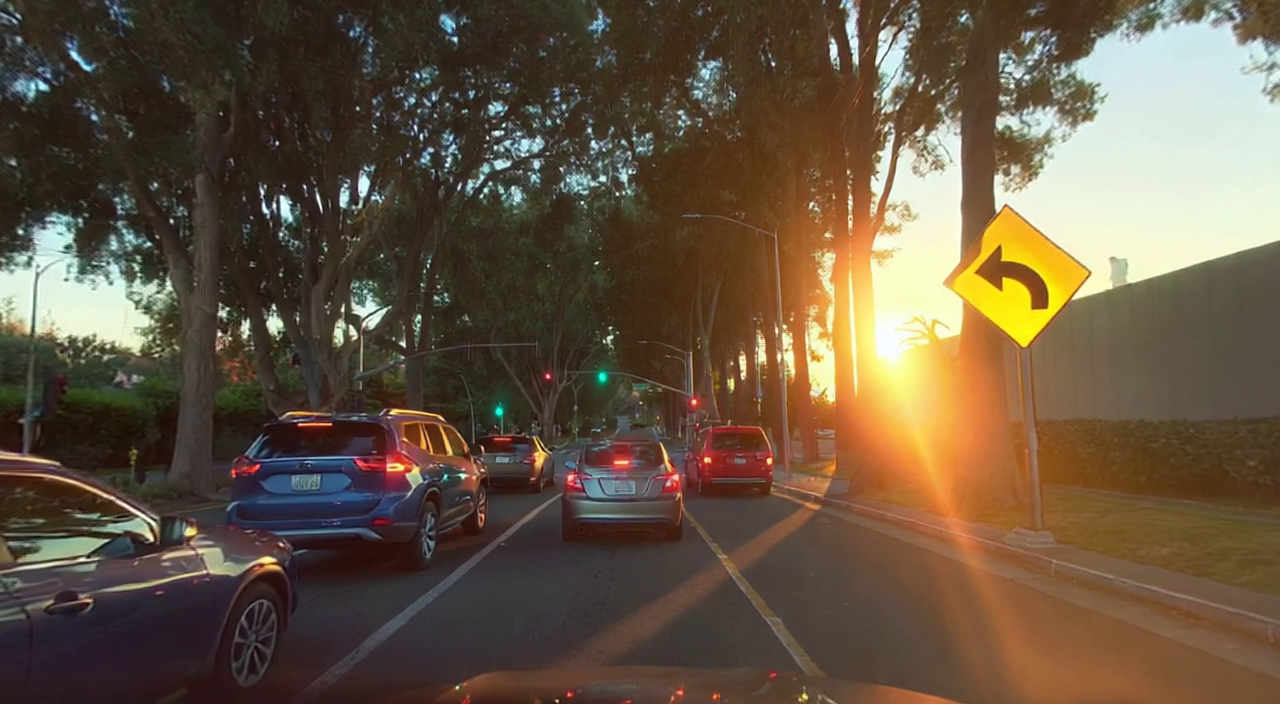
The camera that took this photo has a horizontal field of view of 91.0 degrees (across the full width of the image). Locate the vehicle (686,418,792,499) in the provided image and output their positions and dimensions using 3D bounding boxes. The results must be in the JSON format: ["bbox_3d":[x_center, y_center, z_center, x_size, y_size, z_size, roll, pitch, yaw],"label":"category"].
[{"bbox_3d":[2.456,2.805,16.872,2.059,1.864,4.541,0,-8,-1],"label":"vehicle"}]

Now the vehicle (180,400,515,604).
[{"bbox_3d":[-2.891,1.575,7.446,1.964,1.712,4.097,0,-8,0],"label":"vehicle"}]

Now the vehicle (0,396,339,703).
[{"bbox_3d":[-2.947,0.840,1.623,1.974,1.484,4.716,0,-8,1],"label":"vehicle"}]

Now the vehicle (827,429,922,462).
[{"bbox_3d":[11.373,4.556,30.693,3.883,1.534,1.779,0,-8,2],"label":"vehicle"}]

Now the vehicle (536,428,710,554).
[{"bbox_3d":[-0.251,1.916,9.336,2.025,1.453,3.848,0,-8,-2],"label":"vehicle"}]
